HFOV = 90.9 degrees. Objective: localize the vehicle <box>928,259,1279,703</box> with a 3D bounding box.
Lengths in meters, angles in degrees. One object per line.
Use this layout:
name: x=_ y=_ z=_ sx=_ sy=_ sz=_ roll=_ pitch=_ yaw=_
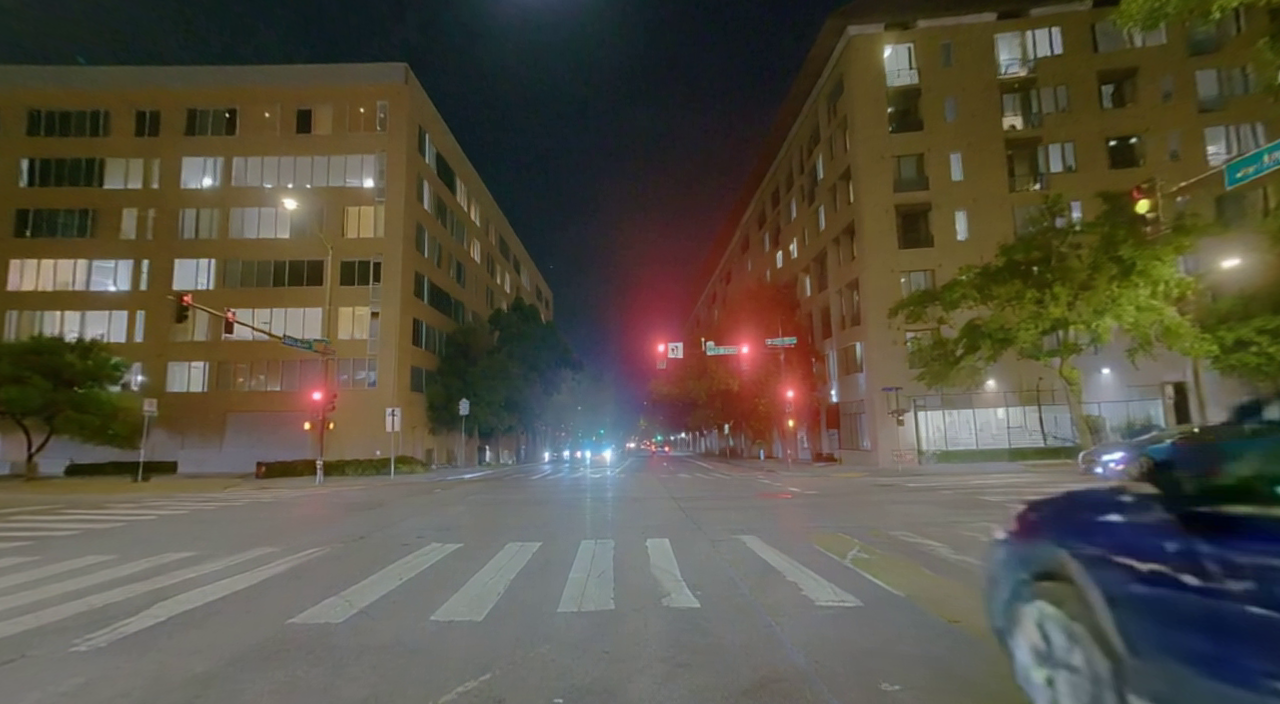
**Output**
vehicle: x=2.966 y=0.595 z=1.410 sx=2.301 sy=1.816 sz=4.871 roll=0 pitch=-8 yaw=0
